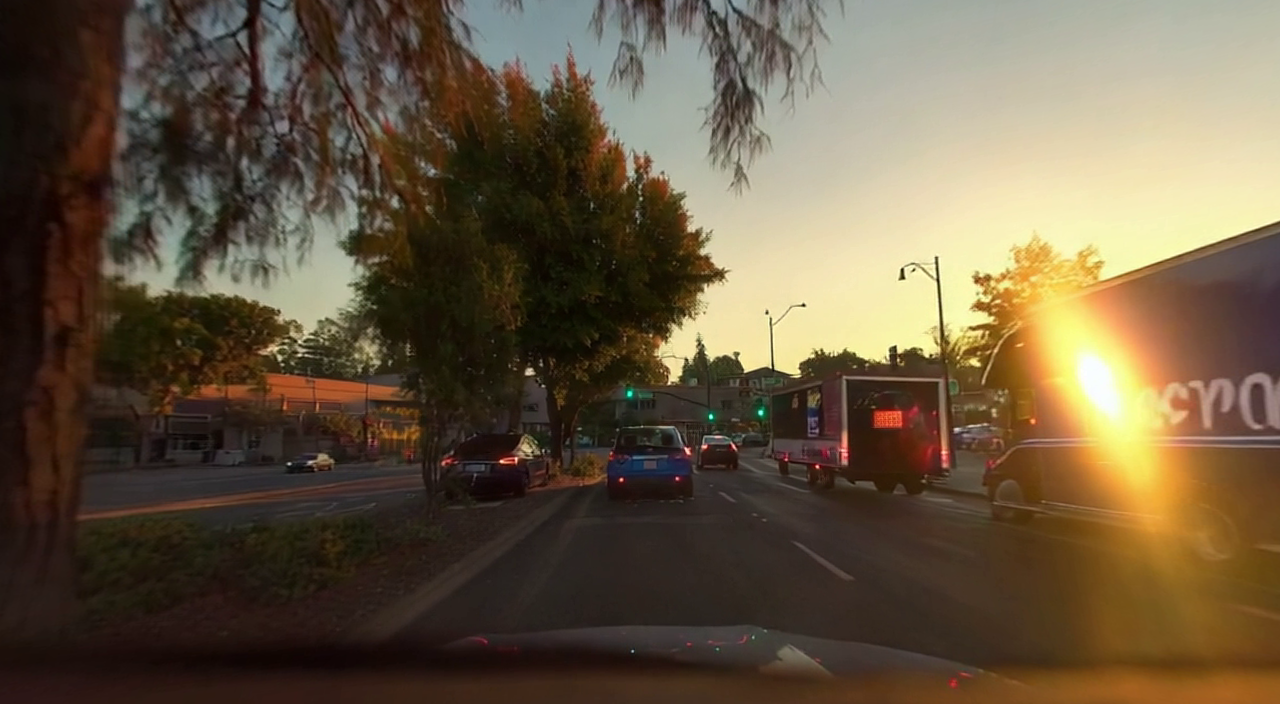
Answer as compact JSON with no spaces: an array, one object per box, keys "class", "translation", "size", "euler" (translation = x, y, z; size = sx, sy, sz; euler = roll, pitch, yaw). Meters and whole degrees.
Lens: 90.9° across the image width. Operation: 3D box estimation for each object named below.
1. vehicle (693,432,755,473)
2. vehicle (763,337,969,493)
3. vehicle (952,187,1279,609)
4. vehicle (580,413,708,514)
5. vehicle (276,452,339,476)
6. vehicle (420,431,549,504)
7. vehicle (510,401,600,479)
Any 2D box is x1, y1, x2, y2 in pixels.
[{"class":"vehicle","translation":[3.442,4.214,26.663],"size":[2.075,1.540,4.411],"euler":[-1,-8,1]},{"class":"vehicle","translation":[6.695,2.331,21.138],"size":[2.816,3.804,10.315],"euler":[-3,-8,-1]},{"class":"vehicle","translation":[6.608,0.549,6.332],"size":[2.891,3.361,7.843],"euler":[-1,-8,0]},{"class":"vehicle","translation":[0.094,2.233,13.002],"size":[2.209,1.718,4.008],"euler":[-1,-8,1]},{"class":"vehicle","translation":[-22.639,7.597,43.152],"size":[1.824,1.470,4.486],"euler":[-1,-8,2]},{"class":"vehicle","translation":[-3.578,2.739,15.449],"size":[2.008,1.500,4.369],"euler":[-1,-8,1]},{"class":"vehicle","translation":[-3.304,3.700,26.536],"size":[2.715,2.791,7.171],"euler":[-1,-8,1]}]
